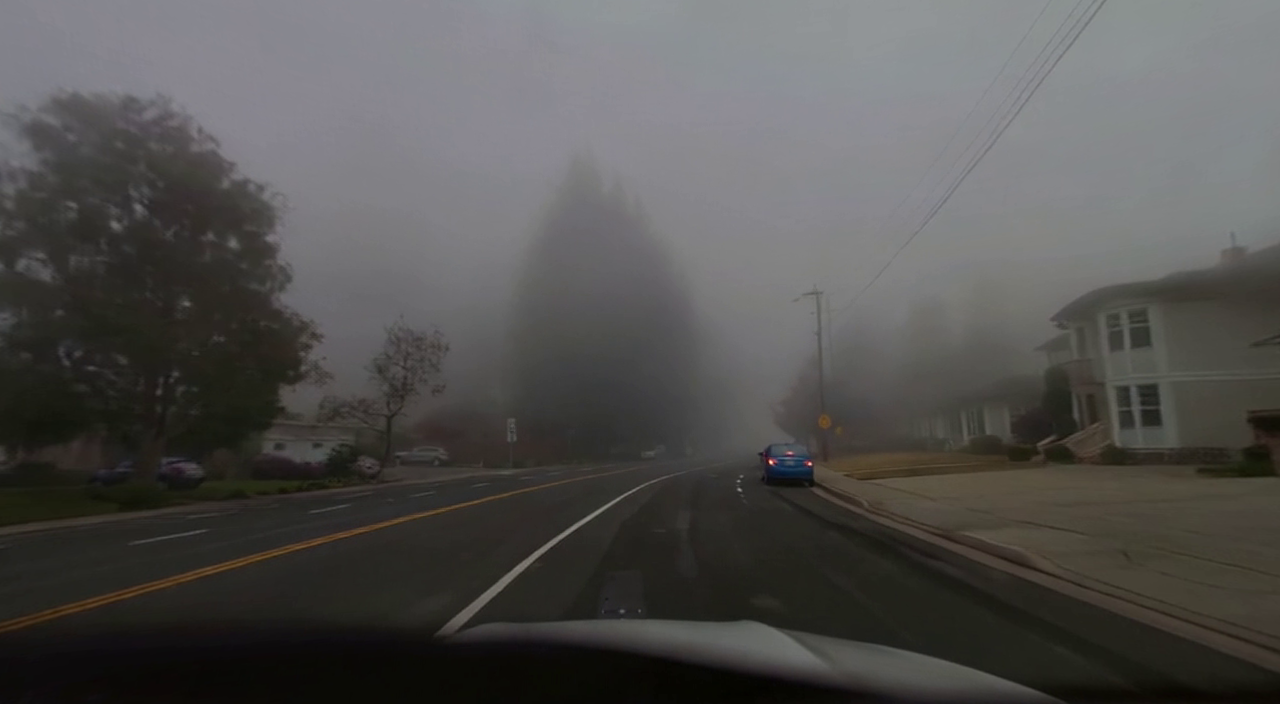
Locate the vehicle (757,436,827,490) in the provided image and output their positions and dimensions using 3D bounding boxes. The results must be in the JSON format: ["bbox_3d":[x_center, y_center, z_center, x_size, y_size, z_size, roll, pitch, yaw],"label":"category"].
[{"bbox_3d":[5.507,4.050,23.418,1.989,1.782,4.351,-1,-9,7],"label":"vehicle"}]

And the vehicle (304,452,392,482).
[{"bbox_3d":[-16.519,6.493,35.797,4.284,1.549,1.828,-2,-9,14],"label":"vehicle"}]

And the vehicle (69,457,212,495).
[{"bbox_3d":[-20.766,5.133,26.357,4.658,1.482,1.879,-1,-9,8],"label":"vehicle"}]
